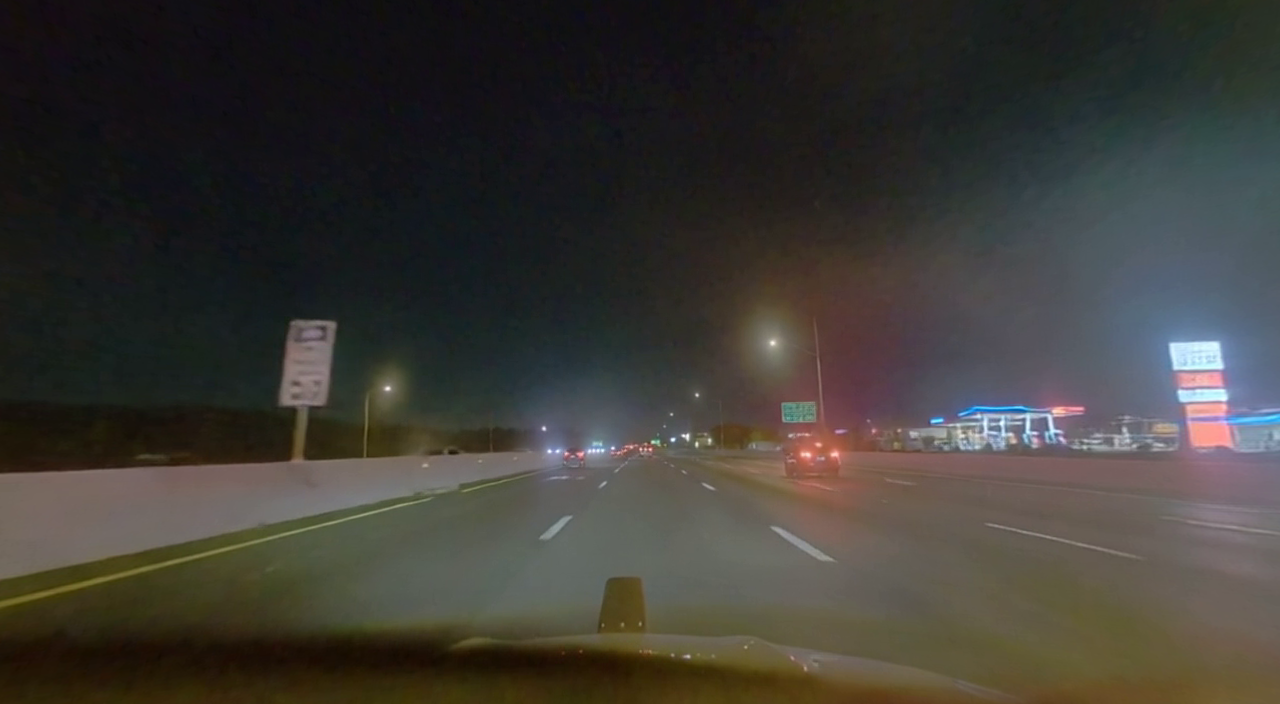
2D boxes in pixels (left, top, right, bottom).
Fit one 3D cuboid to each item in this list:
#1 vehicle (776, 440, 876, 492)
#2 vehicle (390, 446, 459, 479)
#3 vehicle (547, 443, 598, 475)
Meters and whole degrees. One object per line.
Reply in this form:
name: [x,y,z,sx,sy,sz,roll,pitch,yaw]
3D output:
vehicle: [5.928,3.687,20.779,1.909,1.467,4.940,-1,-9,2]
vehicle: [-10.935,5.623,32.365,2.135,1.526,3.840,-1,-9,1]
vehicle: [-3.384,5.493,32.583,2.114,1.510,4.186,-1,-9,1]
